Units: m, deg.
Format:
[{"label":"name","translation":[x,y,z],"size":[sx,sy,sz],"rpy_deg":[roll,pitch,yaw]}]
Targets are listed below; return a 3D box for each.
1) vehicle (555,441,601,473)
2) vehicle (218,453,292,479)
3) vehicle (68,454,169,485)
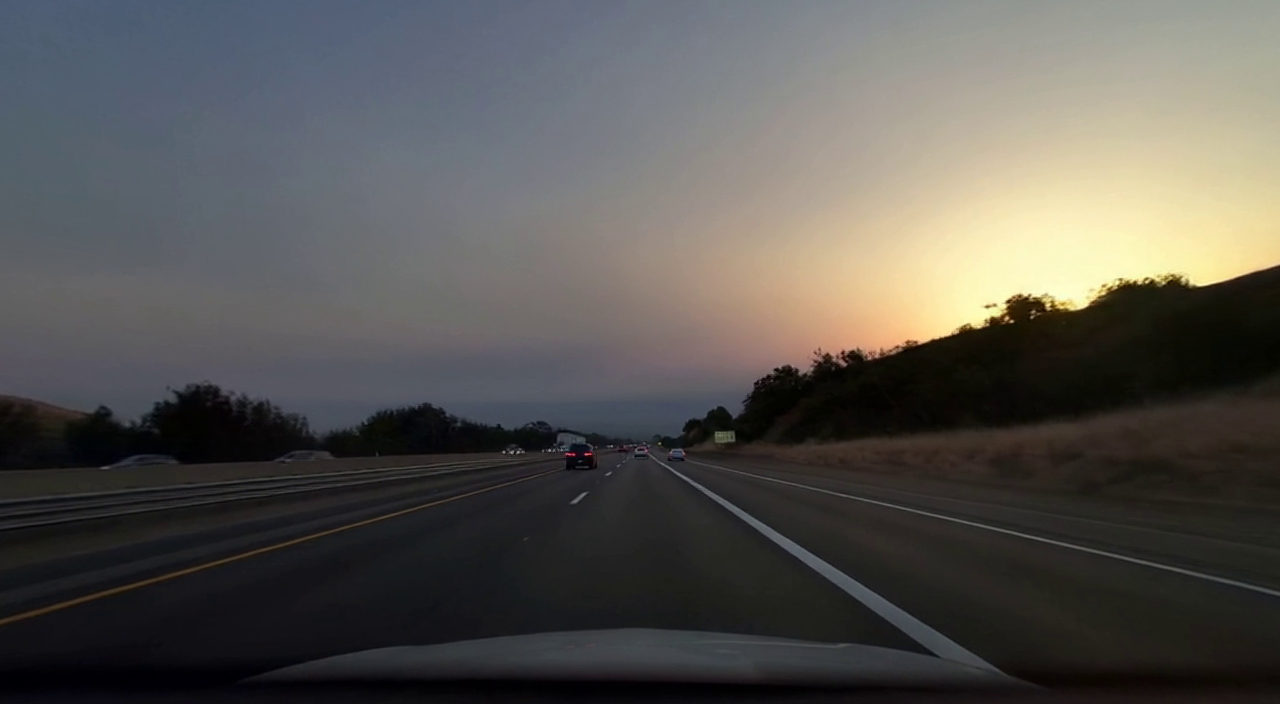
[{"label":"vehicle","translation":[-3.409,5.860,35.350],"size":[2.070,1.707,4.309],"rpy_deg":[0,-9,1]},{"label":"vehicle","translation":[-25.172,7.462,41.404],"size":[1.889,1.543,4.660],"rpy_deg":[0,-9,0]},{"label":"vehicle","translation":[-32.610,7.321,39.597],"size":[2.110,1.758,4.878],"rpy_deg":[0,-9,0]}]
